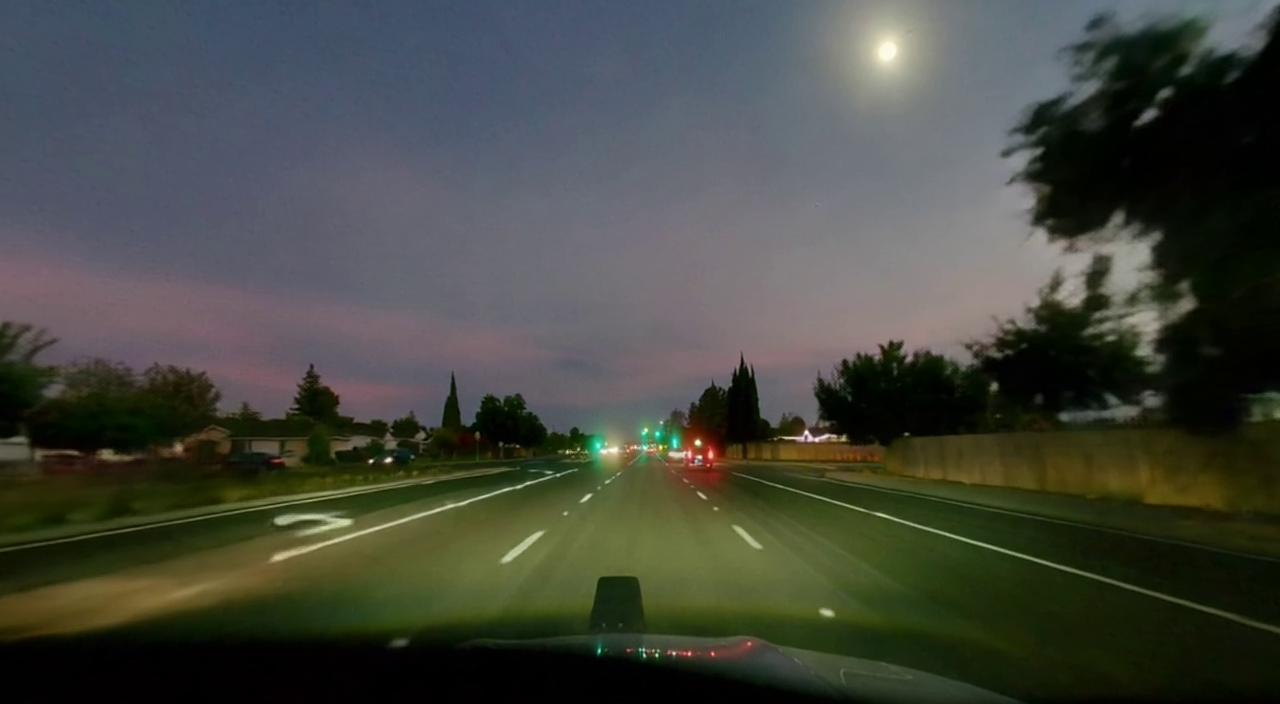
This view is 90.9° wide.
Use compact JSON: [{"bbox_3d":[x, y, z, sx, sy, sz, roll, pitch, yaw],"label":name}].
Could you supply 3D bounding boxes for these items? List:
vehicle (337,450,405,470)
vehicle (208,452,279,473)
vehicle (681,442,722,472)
[{"bbox_3d":[-20.584,8.284,48.325,4.351,1.489,1.890,0,-8,0],"label":"vehicle"},{"bbox_3d":[-28.922,8.029,45.952,4.317,1.476,1.910,-2,-9,17],"label":"vehicle"},{"bbox_3d":[3.861,6.668,40.351,2.114,1.780,4.445,0,-8,0],"label":"vehicle"}]
